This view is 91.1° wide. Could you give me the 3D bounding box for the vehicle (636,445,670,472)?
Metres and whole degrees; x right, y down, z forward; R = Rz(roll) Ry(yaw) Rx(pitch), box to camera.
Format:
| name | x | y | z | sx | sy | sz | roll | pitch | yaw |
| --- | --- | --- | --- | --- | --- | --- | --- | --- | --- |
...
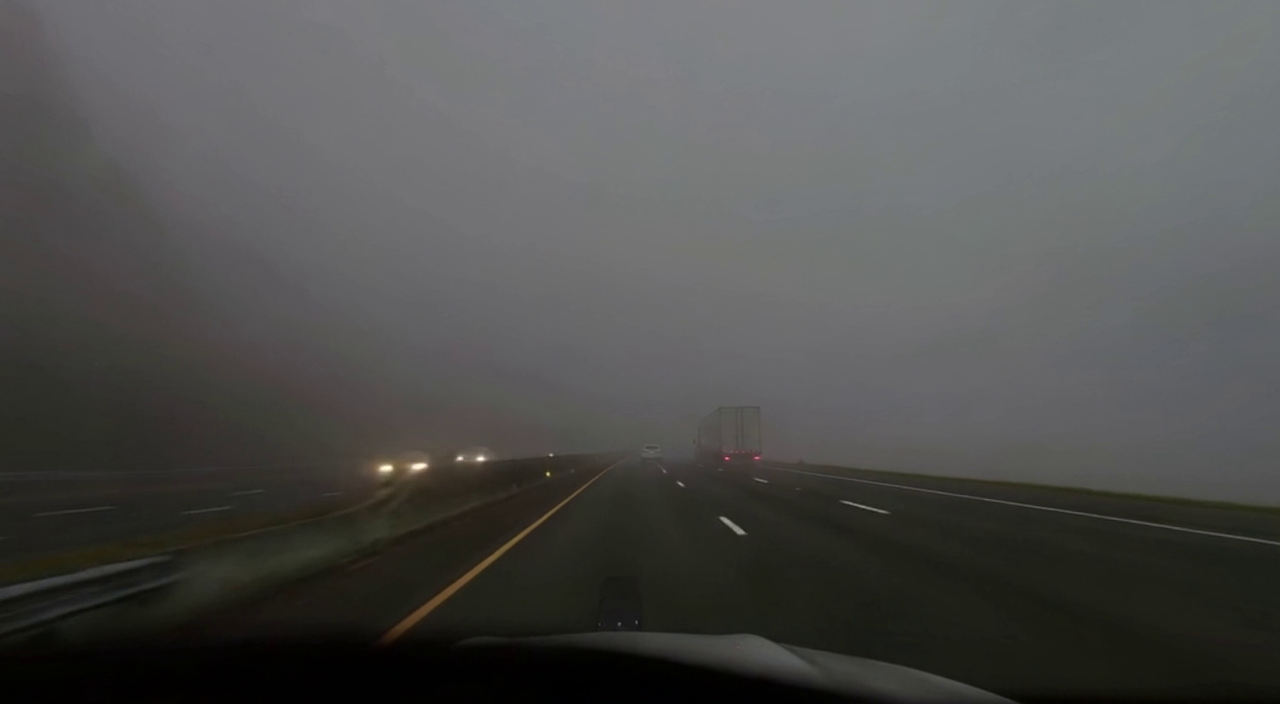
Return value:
| name | x | y | z | sx | sy | sz | roll | pitch | yaw |
| --- | --- | --- | --- | --- | --- | --- | --- | --- | --- |
| vehicle | 0.789 | 6.609 | 39.137 | 2.024 | 1.579 | 3.707 | 0 | -9 | 0 |
